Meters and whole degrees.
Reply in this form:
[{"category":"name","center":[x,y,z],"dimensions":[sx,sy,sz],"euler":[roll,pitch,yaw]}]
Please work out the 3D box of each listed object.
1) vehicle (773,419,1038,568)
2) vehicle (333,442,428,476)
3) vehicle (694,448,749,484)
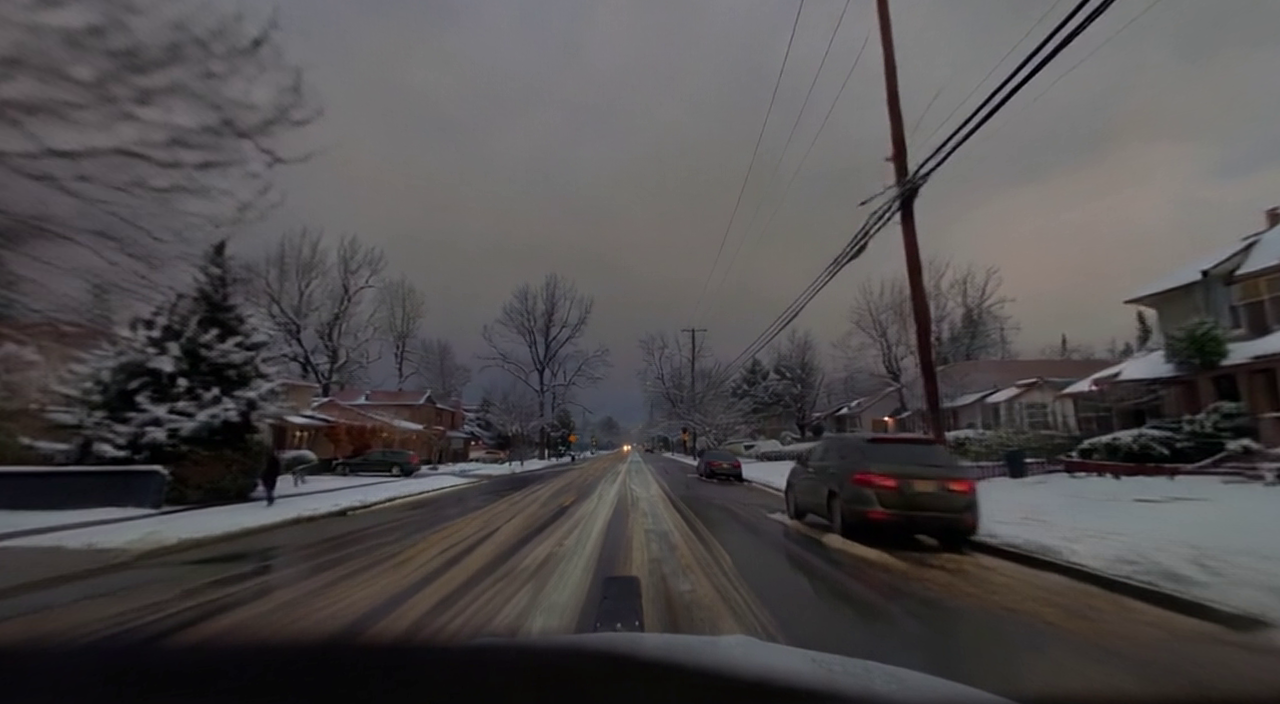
[{"category":"vehicle","center":[3.761,2.090,10.170],"dimensions":[2.039,1.780,4.884],"euler":[0,-9,-1]},{"category":"vehicle","center":[-15.676,6.496,38.254],"dimensions":[4.882,1.777,2.025],"euler":[-2,-9,-2]},{"category":"vehicle","center":[3.717,5.305,29.610],"dimensions":[1.897,1.521,4.835],"euler":[0,-9,-1]}]
